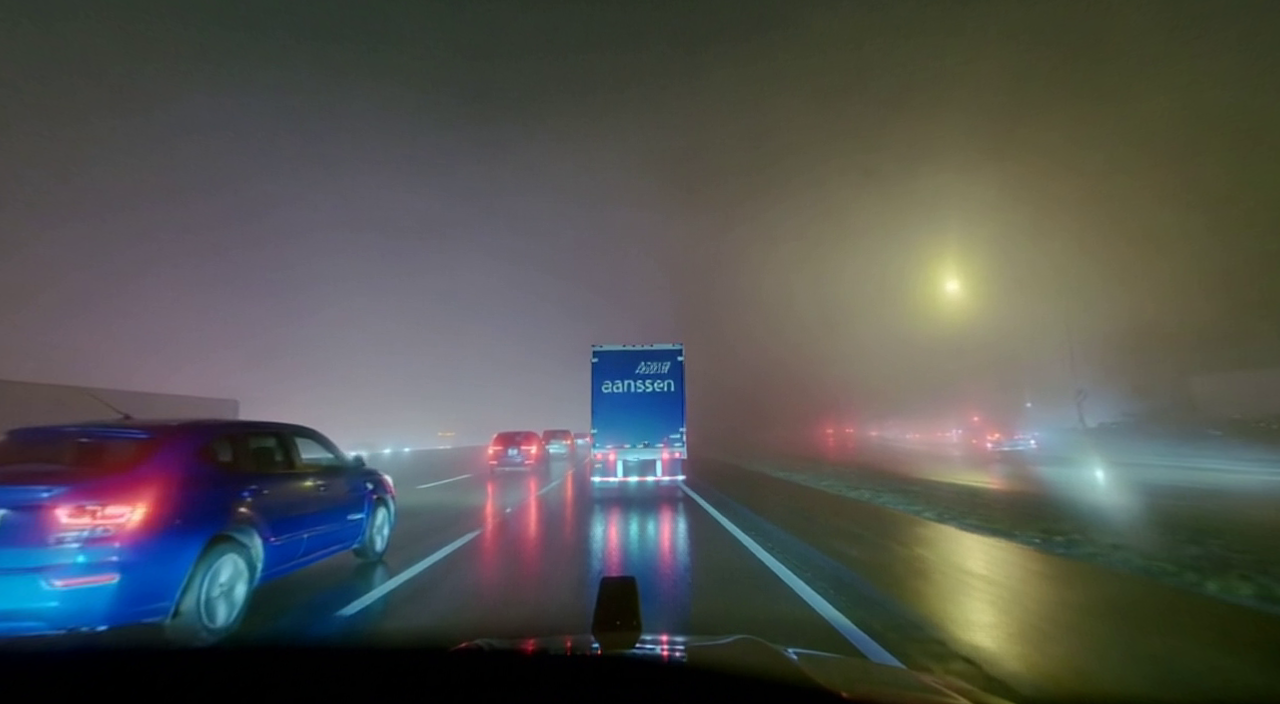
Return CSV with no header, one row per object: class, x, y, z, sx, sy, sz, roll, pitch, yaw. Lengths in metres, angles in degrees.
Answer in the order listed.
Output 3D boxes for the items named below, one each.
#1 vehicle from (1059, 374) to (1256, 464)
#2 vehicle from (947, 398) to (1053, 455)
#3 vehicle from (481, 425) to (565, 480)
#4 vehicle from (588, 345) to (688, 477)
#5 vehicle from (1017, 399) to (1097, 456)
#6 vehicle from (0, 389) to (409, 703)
vehicle,19.368,2.639,24.091,2.443,3.006,5.844,0,-8,0
vehicle,18.952,3.993,33.473,2.432,2.753,5.388,0,-8,1
vehicle,-3.713,3.249,20.691,1.946,1.599,4.073,0,-8,0
vehicle,-0.105,2.603,25.686,3.171,4.204,11.036,0,-8,0
vehicle,19.606,3.585,29.697,1.658,2.523,2.851,0,-8,-1
vehicle,-3.713,1.223,5.152,1.964,1.507,4.361,0,-8,0
